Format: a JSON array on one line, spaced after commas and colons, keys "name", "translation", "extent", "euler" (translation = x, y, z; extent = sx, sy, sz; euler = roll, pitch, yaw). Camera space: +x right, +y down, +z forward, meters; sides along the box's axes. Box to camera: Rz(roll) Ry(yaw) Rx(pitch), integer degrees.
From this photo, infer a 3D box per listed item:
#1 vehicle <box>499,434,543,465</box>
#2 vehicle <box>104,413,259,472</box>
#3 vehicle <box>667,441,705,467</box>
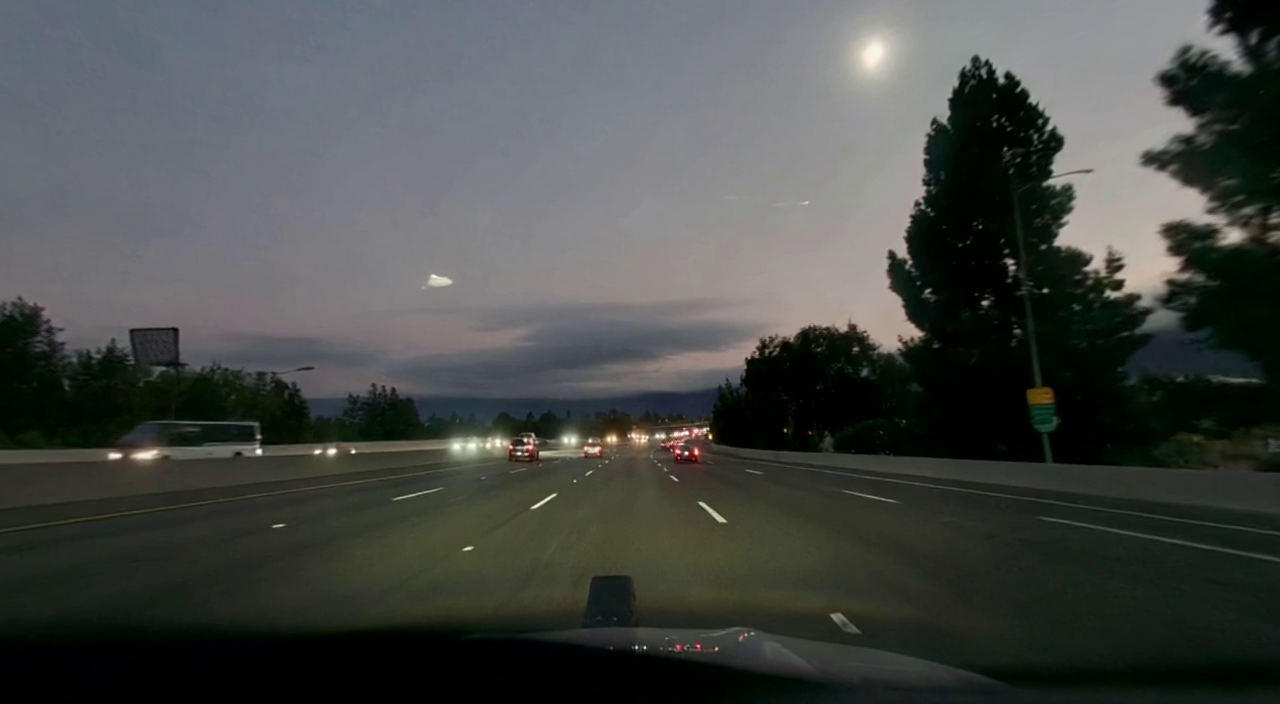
[{"name": "vehicle", "translation": [-7.585, 6.293, 40.726], "extent": [2.009, 1.850, 4.338], "euler": [0, -8, -1]}, {"name": "vehicle", "translation": [-27.828, 5.618, 39.115], "extent": [2.937, 3.196, 8.787], "euler": [0, -9, 0]}, {"name": "vehicle", "translation": [2.769, 6.247, 38.847], "extent": [1.967, 1.475, 4.080], "euler": [0, -8, -1]}]
